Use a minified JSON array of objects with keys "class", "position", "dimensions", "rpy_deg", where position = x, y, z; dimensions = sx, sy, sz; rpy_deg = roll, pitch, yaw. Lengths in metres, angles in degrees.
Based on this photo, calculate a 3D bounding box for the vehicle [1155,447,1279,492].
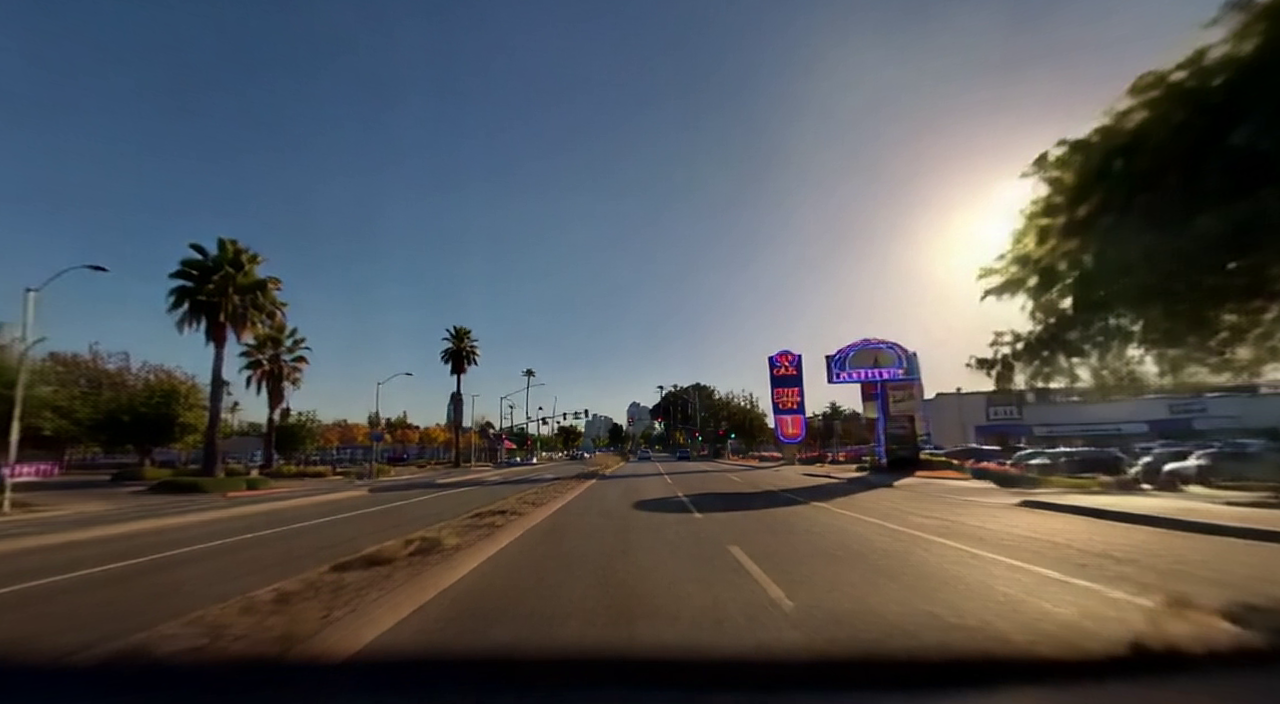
[{"class":"vehicle","position":[25.563,5.044,27.601],"dimensions":[2.053,1.784,4.672],"rpy_deg":[0,-8,-1]}]

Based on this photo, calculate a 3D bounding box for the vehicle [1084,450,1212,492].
[{"class":"vehicle","position":[22.437,5.231,28.178],"dimensions":[1.996,1.683,4.379],"rpy_deg":[0,-9,-1]}]
